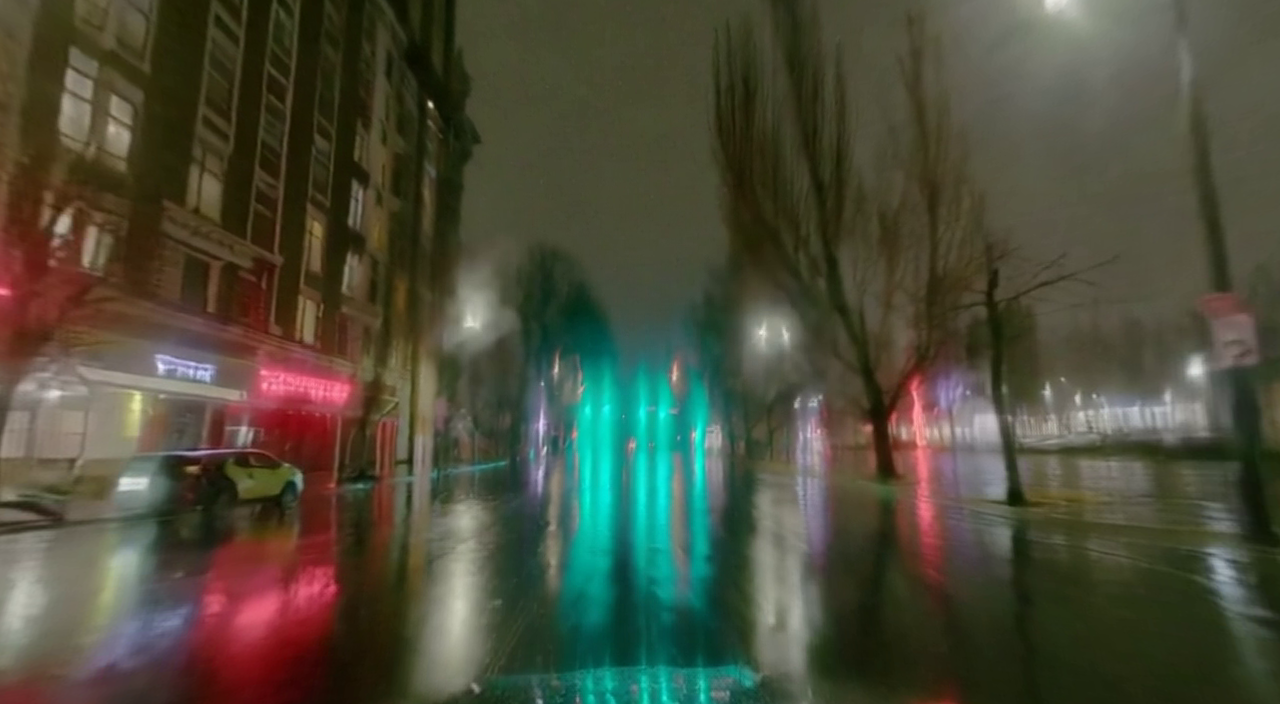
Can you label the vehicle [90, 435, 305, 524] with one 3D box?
[{"bbox_3d":[-10.781,3.063,15.944,2.060,1.796,4.675,-1,-7,0],"label":"vehicle"}]
